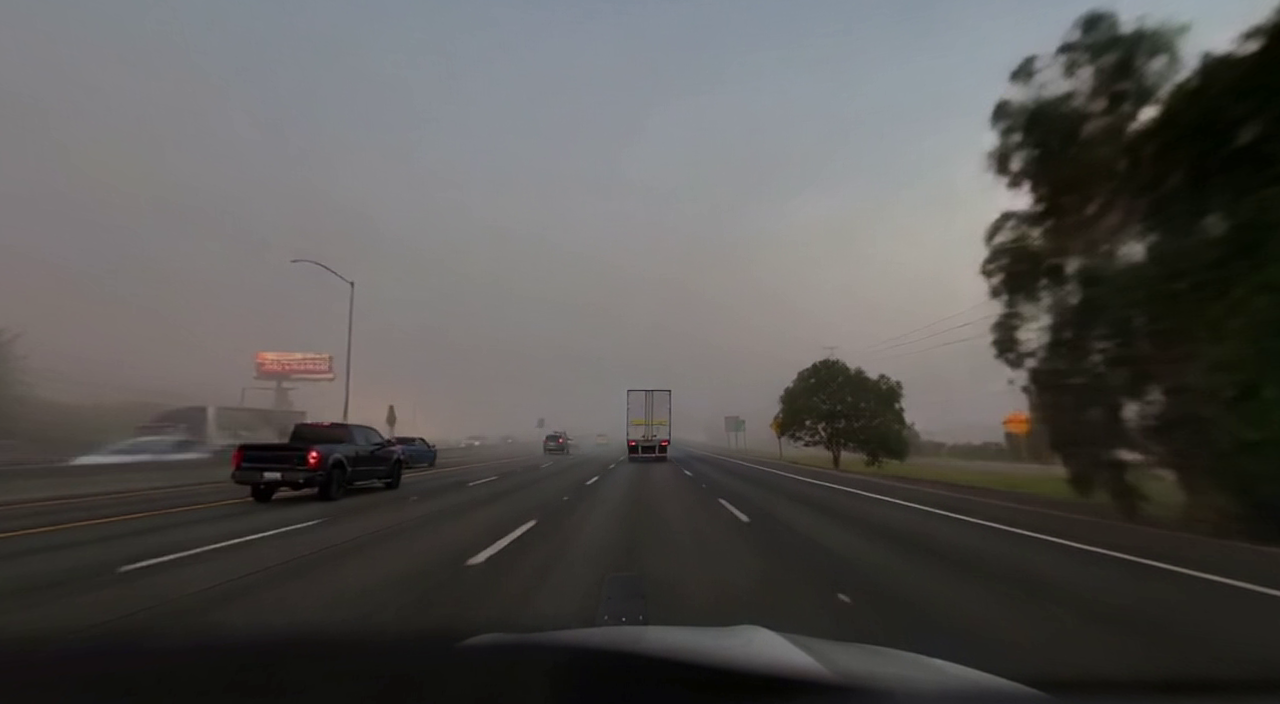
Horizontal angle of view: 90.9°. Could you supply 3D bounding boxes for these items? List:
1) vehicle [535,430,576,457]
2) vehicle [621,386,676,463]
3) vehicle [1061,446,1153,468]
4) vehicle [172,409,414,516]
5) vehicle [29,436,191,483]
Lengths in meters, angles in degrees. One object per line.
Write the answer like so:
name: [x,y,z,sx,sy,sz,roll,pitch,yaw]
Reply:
vehicle: [-6.430,7.041,48.765,2.263,1.936,5.802,0,-8,1]
vehicle: [0.633,4.585,38.557,2.879,4.027,11.243,-1,-8,2]
vehicle: [33.486,7.534,45.347,1.757,1.437,4.897,5,-10,-34]
vehicle: [-7.049,2.319,13.759,2.197,1.847,5.364,0,-8,0]
vehicle: [-17.933,3.634,21.660,1.911,1.440,4.191,0,-8,0]
